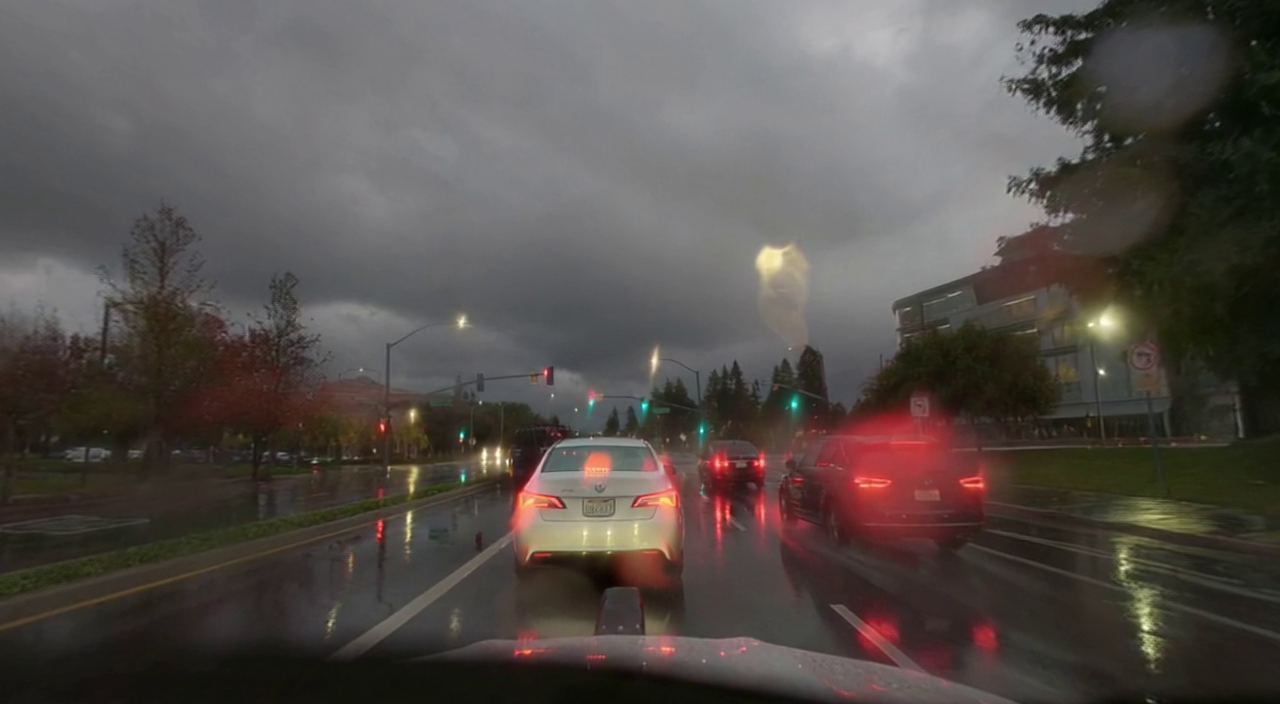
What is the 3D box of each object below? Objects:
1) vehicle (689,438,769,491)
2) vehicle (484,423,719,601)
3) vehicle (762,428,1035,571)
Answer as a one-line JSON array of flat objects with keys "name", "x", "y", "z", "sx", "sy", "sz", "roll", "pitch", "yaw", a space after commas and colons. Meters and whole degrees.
[{"name": "vehicle", "x": 2.864, "y": 3.713, "z": 21.194, "sx": 1.874, "sy": 1.556, "sz": 4.116, "roll": 0, "pitch": -9, "yaw": -3}, {"name": "vehicle", "x": -0.355, "y": 1.637, "z": 7.237, "sx": 2.006, "sy": 1.487, "sz": 3.535, "roll": 0, "pitch": -9, "yaw": -1}, {"name": "vehicle", "x": 3.139, "y": 1.873, "z": 8.829, "sx": 1.910, "sy": 1.474, "sz": 4.263, "roll": 0, "pitch": -9, "yaw": -1}]
